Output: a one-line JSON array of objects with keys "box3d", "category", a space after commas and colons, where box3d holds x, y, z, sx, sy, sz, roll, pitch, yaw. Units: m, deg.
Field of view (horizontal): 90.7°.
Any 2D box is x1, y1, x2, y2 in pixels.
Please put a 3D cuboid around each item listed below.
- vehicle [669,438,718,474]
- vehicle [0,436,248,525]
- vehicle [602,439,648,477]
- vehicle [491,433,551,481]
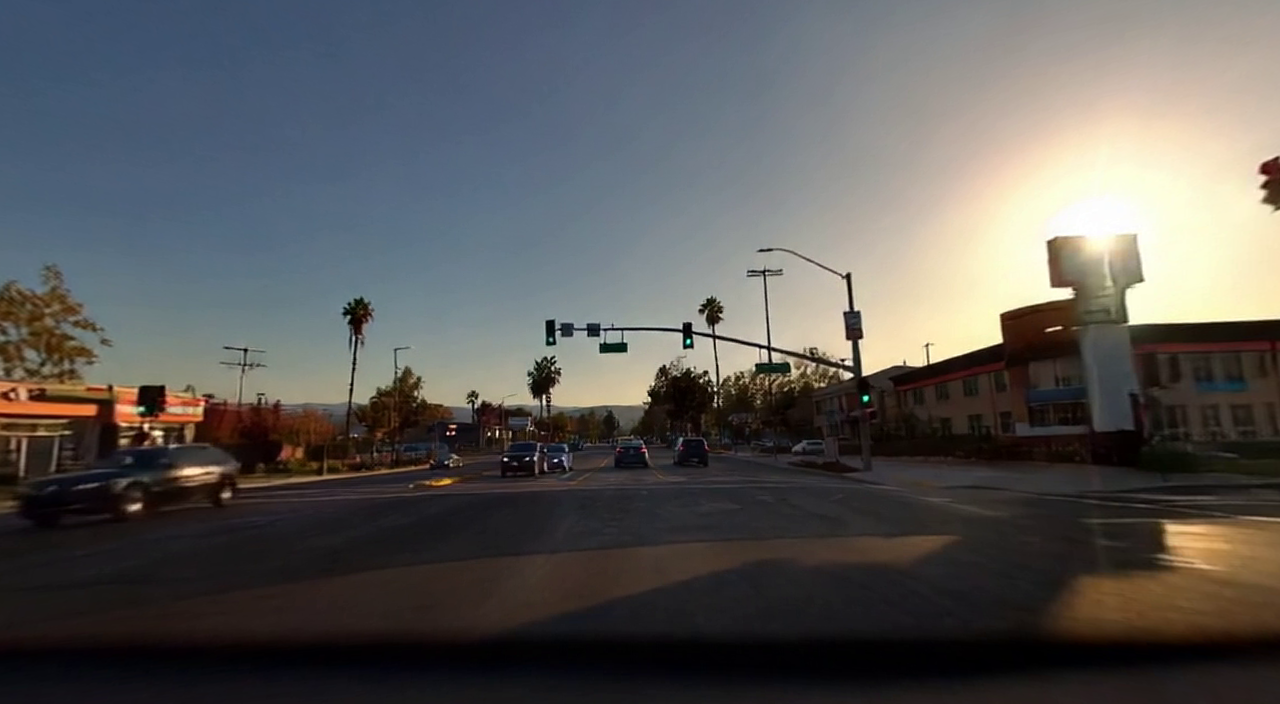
[{"box3d": [2.977, 5.943, 36.286, 2.190, 1.913, 5.174, 0, -9, -2], "category": "vehicle"}, {"box3d": [-13.244, 3.204, 16.498, 2.287, 1.874, 5.798, 0, -9, 0], "category": "vehicle"}, {"box3d": [-0.705, 5.323, 31.865, 2.177, 1.754, 3.815, 0, -9, 0], "category": "vehicle"}, {"box3d": [-5.671, 5.079, 30.807, 2.072, 2.107, 4.723, 0, -9, -1], "category": "vehicle"}]
